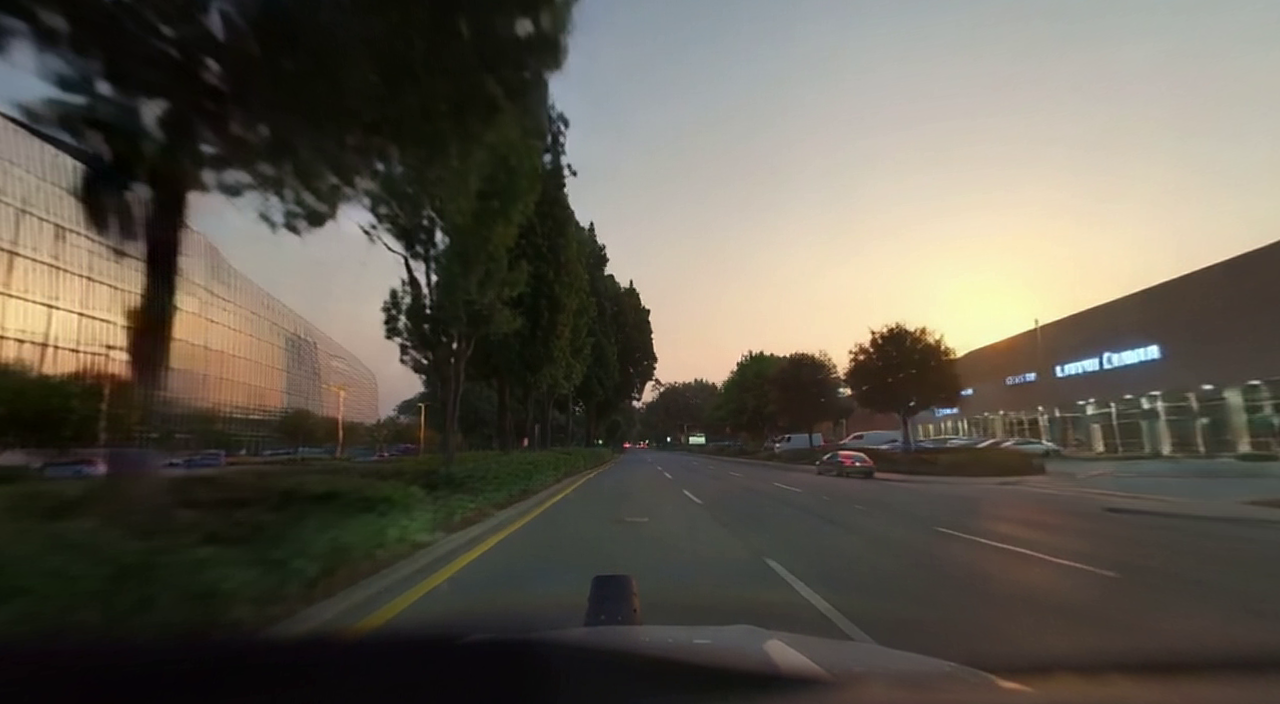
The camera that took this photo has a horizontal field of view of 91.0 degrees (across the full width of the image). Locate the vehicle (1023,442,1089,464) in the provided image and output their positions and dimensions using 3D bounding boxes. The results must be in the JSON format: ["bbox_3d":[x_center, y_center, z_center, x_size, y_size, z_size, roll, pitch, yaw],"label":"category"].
[{"bbox_3d":[29.072,7.048,44.132,1.931,1.408,3.757,1,-8,-2],"label":"vehicle"}]

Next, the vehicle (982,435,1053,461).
[{"bbox_3d":[26.191,6.704,43.873,1.985,1.723,4.672,0,-9,0],"label":"vehicle"}]

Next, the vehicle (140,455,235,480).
[{"bbox_3d":[-30.796,7.878,42.905,4.920,1.475,1.984,-1,-7,-1],"label":"vehicle"}]

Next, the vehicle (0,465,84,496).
[{"bbox_3d":[-30.635,6.489,31.789,3.440,1.394,1.613,0,-8,-1],"label":"vehicle"}]

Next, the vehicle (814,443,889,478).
[{"bbox_3d":[10.073,5.165,30.359,2.013,1.551,4.460,1,-8,-1],"label":"vehicle"}]
